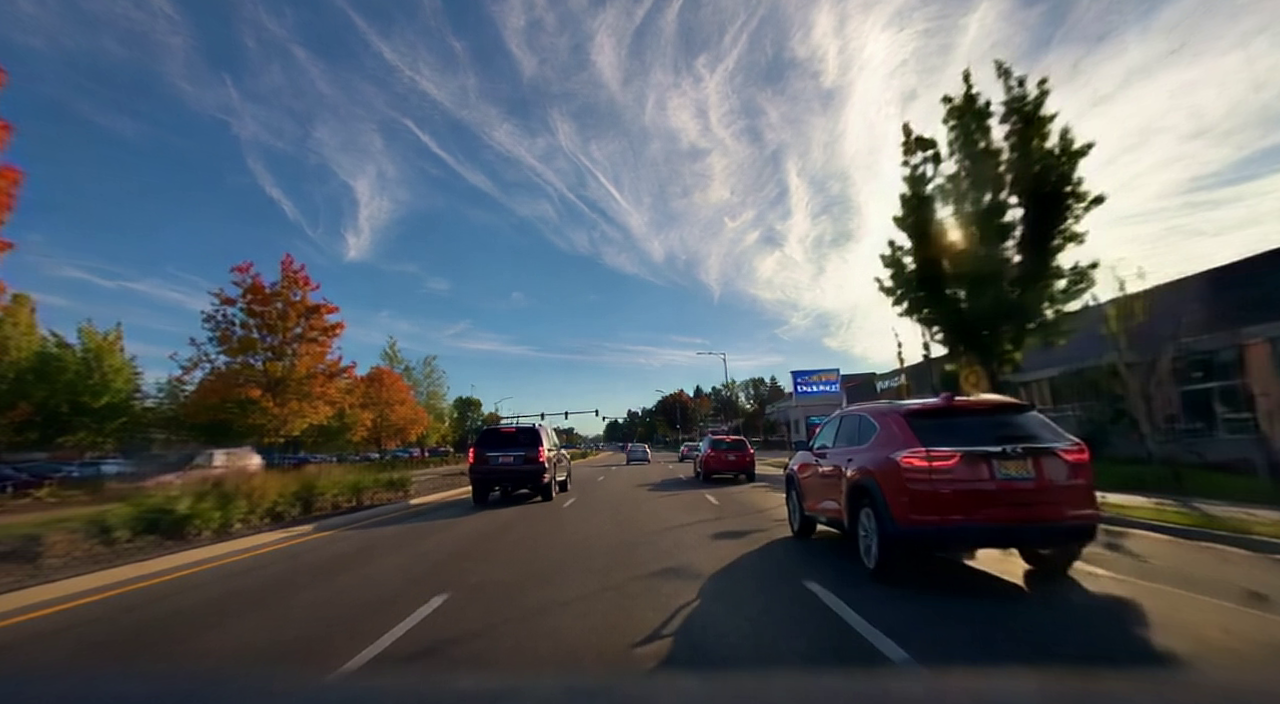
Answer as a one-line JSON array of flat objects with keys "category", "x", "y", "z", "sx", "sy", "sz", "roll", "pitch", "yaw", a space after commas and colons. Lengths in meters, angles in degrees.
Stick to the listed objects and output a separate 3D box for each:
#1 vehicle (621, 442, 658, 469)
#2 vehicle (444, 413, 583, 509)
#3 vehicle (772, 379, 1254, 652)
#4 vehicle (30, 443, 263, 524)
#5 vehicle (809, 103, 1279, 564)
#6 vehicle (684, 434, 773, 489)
[{"category": "vehicle", "x": -0.053, "y": 6.069, "z": 37.292, "sx": 2.008, "sy": 1.464, "sz": 4.052, "roll": 0, "pitch": -8, "yaw": -1}, {"category": "vehicle", "x": -2.953, "y": 2.728, "z": 16.251, "sx": 2.368, "sy": 2.037, "sz": 5.319, "roll": 0, "pitch": -8, "yaw": 1}, {"category": "vehicle", "x": 2.836, "y": 1.355, "z": 6.271, "sx": 2.018, "sy": 1.719, "sz": 4.369, "roll": 0, "pitch": -8, "yaw": -1}, {"category": "vehicle", "x": -11.584, "y": 3.059, "z": 15.364, "sx": 2.134, "sy": 1.661, "sz": 4.374, "roll": 0, "pitch": -8, "yaw": 0}, {"category": "vehicle", "x": 7.189, "y": 0.845, "z": 12.650, "sx": 2.878, "sy": 4.158, "sz": 16.287, "roll": 0, "pitch": -8, "yaw": -1}, {"category": "vehicle", "x": 2.788, "y": 3.599, "z": 21.122, "sx": 2.174, "sy": 1.596, "sz": 4.779, "roll": 0, "pitch": -8, "yaw": -1}]
